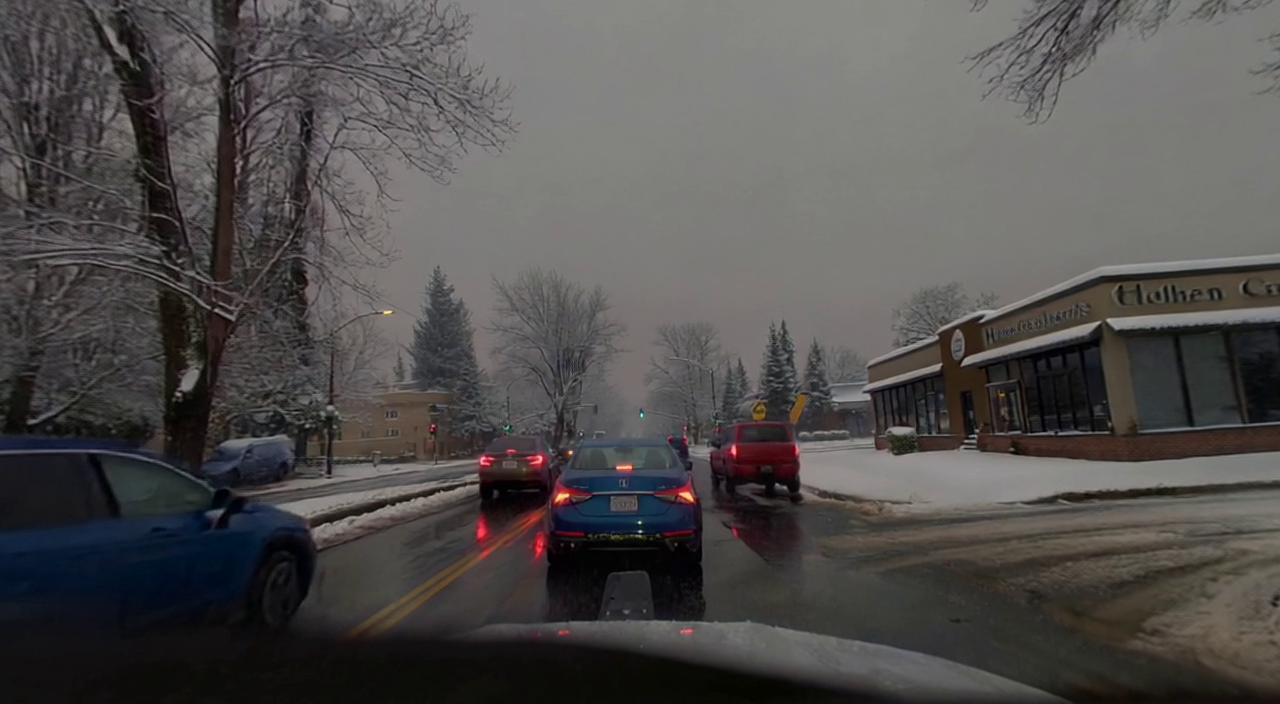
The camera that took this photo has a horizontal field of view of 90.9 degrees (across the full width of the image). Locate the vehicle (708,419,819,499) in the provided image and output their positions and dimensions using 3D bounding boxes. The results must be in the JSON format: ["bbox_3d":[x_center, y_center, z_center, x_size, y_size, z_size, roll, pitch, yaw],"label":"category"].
[{"bbox_3d":[3.329,3.018,18.071,2.152,1.987,4.527,0,-9,-2],"label":"vehicle"}]

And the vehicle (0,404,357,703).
[{"bbox_3d":[-3.356,1.012,2.868,2.029,1.456,4.414,0,-9,1],"label":"vehicle"}]

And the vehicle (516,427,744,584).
[{"bbox_3d":[-0.115,1.769,8.091,2.160,1.482,4.037,0,-9,-1],"label":"vehicle"}]

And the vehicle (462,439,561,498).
[{"bbox_3d":[-3.484,3.237,17.898,1.905,1.473,4.016,0,-9,1],"label":"vehicle"}]
